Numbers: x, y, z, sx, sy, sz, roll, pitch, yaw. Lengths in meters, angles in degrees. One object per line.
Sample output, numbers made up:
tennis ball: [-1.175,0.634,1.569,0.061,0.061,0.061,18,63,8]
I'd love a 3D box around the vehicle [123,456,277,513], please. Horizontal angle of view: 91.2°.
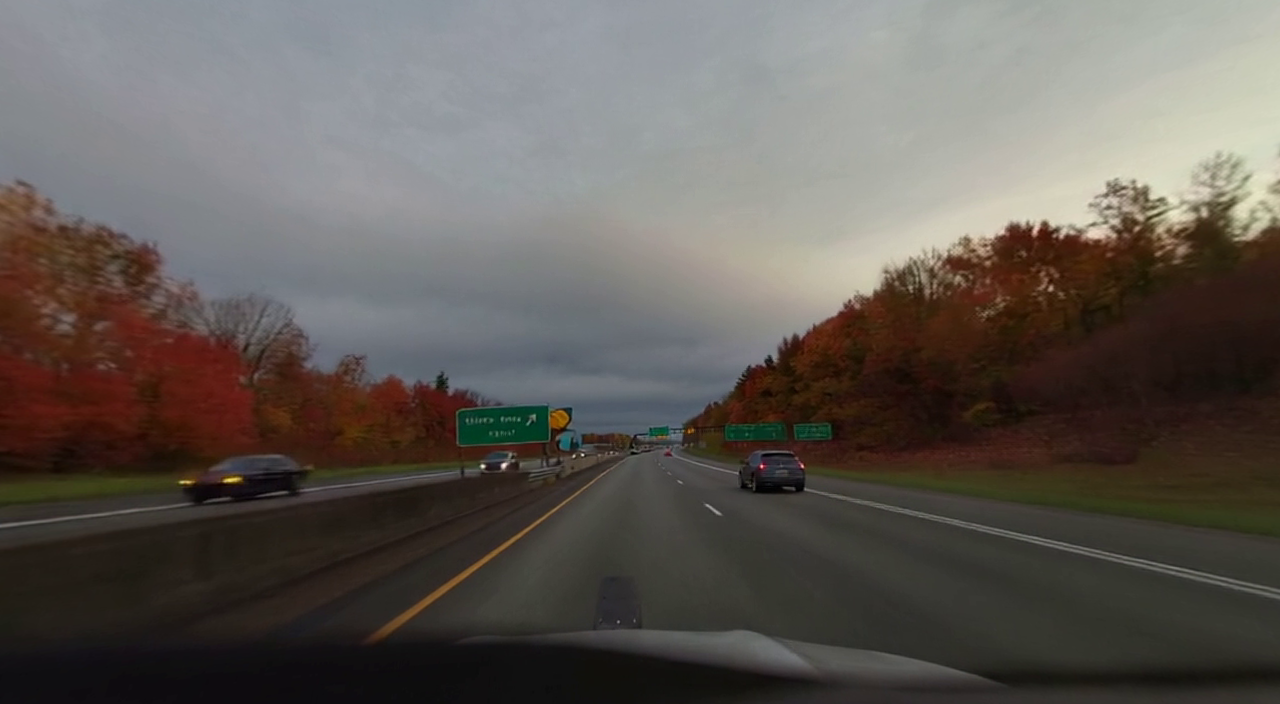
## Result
vehicle: [-13.294,3.984,19.283,1.850,1.486,3.952,0,-9,0]

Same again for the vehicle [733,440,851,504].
vehicle: [4.059,3.294,17.680,2.070,1.546,4.648,0,-9,-1]

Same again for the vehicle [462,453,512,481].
vehicle: [-8.892,6.676,36.670,1.882,1.511,3.945,0,-9,0]
